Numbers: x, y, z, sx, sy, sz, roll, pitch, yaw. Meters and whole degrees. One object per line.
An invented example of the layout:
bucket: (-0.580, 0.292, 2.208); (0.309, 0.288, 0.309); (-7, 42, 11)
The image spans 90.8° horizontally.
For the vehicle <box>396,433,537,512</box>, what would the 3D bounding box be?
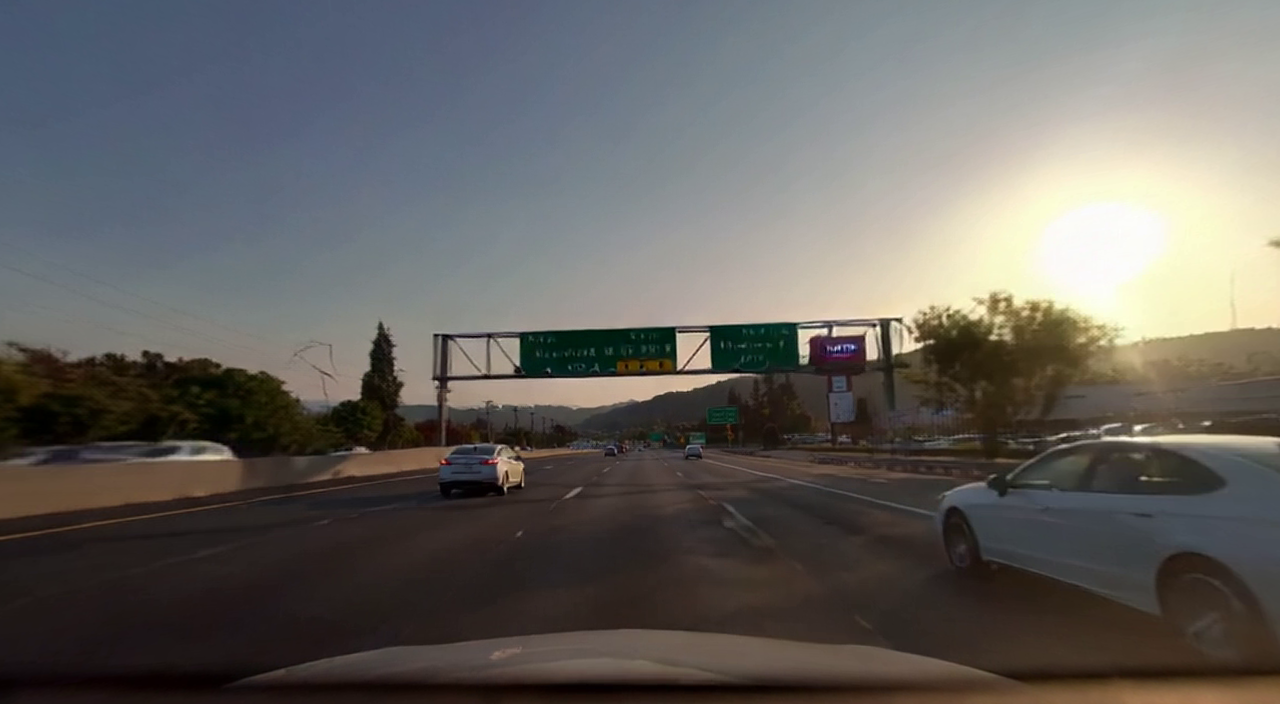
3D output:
vehicle: (-3.707, 2.653, 14.372); (1.939, 1.508, 4.272); (0, -8, 1)

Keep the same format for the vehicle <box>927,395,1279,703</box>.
vehicle: (3.928, 1.080, 3.681); (2.164, 1.507, 4.914); (0, -8, -1)

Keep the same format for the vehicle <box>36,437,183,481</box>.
vehicle: (-18.942, 3.825, 22.790); (1.920, 1.437, 3.849); (0, -8, 0)
